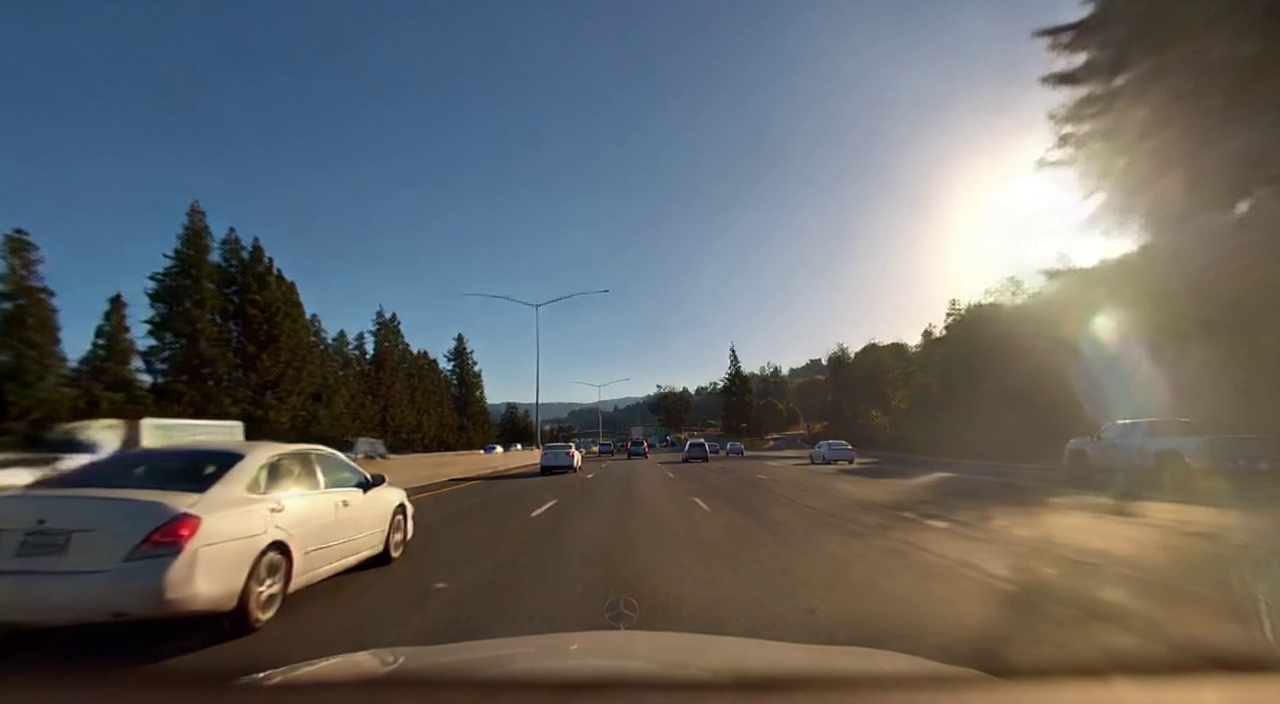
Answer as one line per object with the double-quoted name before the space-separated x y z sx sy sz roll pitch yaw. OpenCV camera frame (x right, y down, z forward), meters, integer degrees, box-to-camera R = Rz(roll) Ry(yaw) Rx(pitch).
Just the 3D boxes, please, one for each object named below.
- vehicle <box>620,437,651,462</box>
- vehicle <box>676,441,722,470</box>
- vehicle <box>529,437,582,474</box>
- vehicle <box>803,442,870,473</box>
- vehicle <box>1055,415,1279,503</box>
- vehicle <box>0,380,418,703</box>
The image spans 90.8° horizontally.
"vehicle" -0.371 7.347 47.663 2.192 1.813 4.864 0 -8 -1
"vehicle" 3.163 5.635 34.700 2.007 1.469 4.337 0 -8 -2
"vehicle" -3.987 4.961 30.409 1.992 1.651 4.185 0 -8 0
"vehicle" 9.555 5.142 31.041 1.910 1.384 3.867 1 -8 -2
"vehicle" 12.943 2.572 15.559 2.076 1.799 4.871 0 -8 -1
"vehicle" -3.617 1.272 5.032 2.119 1.654 4.353 0 -8 0
